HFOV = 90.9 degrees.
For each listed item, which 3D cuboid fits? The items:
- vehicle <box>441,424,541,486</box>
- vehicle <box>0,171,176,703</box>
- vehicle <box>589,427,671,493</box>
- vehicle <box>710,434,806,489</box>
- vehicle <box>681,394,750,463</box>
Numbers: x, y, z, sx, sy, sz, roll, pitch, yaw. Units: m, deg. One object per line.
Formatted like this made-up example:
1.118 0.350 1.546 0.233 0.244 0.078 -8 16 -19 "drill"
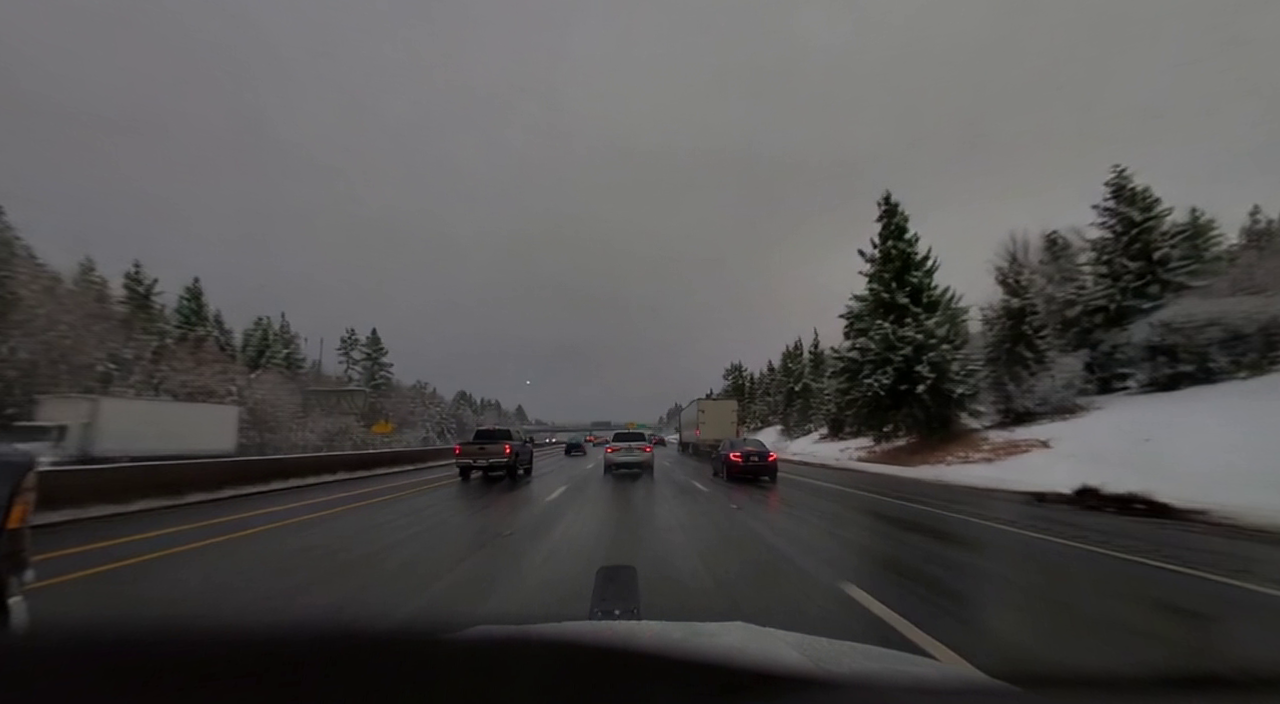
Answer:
-4.677 3.274 20.527 2.101 1.767 4.702 0 -8 0 "vehicle"
-4.143 0.159 0.662 2.576 2.517 6.208 0 -8 -1 "vehicle"
-0.317 3.006 17.979 2.083 1.647 3.799 0 -8 -2 "vehicle"
3.409 3.233 19.014 1.951 1.477 3.963 0 -8 -3 "vehicle"
5.005 5.562 45.005 2.888 4.135 14.071 0 -8 -1 "vehicle"
